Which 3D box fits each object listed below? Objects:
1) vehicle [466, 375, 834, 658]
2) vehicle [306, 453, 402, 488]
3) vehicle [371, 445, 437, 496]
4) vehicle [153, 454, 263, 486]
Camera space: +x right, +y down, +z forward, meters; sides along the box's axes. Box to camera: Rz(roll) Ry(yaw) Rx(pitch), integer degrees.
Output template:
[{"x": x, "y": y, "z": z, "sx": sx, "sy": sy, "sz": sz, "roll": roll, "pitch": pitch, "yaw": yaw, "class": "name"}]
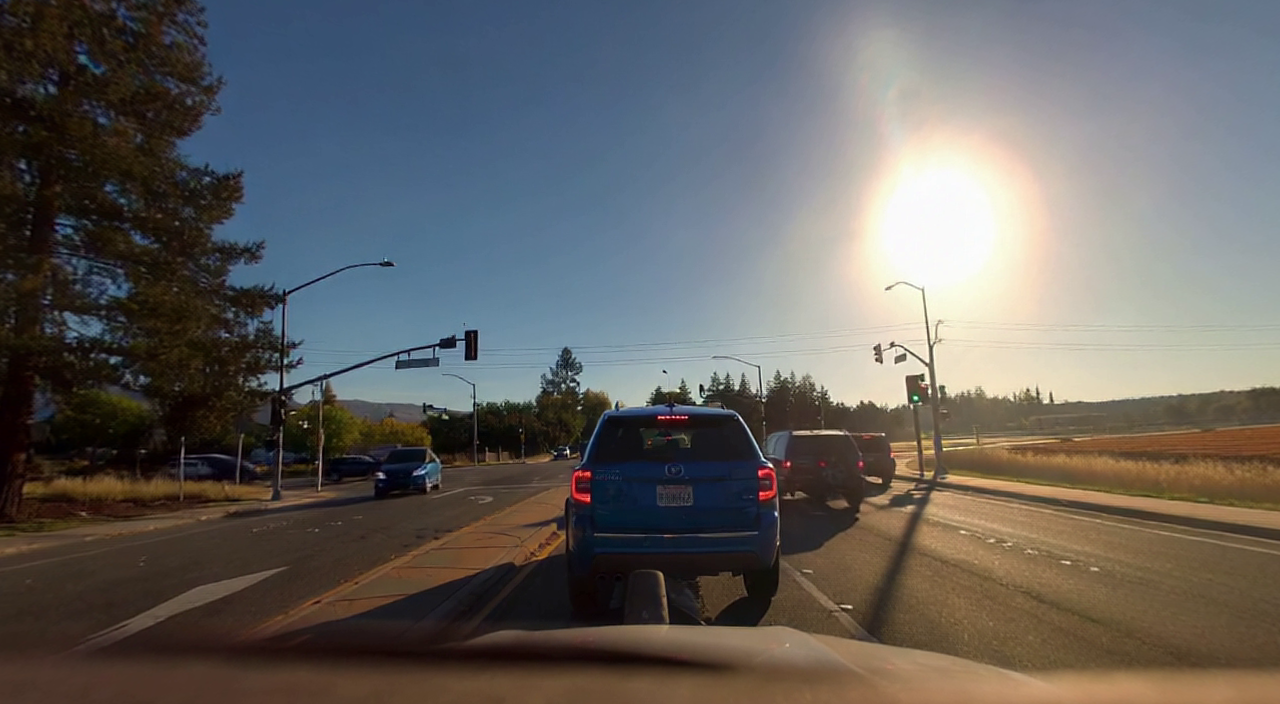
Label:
[{"x": 0.062, "y": 1.334, "z": 6.112, "sx": 2.298, "sy": 1.770, "sz": 4.138, "roll": 0, "pitch": -8, "yaw": 0, "class": "vehicle"}, {"x": -13.696, "y": 5.603, "z": 30.097, "sx": 4.559, "sy": 1.458, "sz": 2.265, "roll": -7, "pitch": -11, "yaw": 38, "class": "vehicle"}, {"x": -8.717, "y": 4.327, "z": 23.558, "sx": 2.026, "sy": 1.680, "sz": 4.608, "roll": 3, "pitch": -9, "yaw": -18, "class": "vehicle"}, {"x": -23.990, "y": 6.555, "z": 35.131, "sx": 4.605, "sy": 1.626, "sz": 2.251, "roll": -1, "pitch": -8, "yaw": 6, "class": "vehicle"}]
